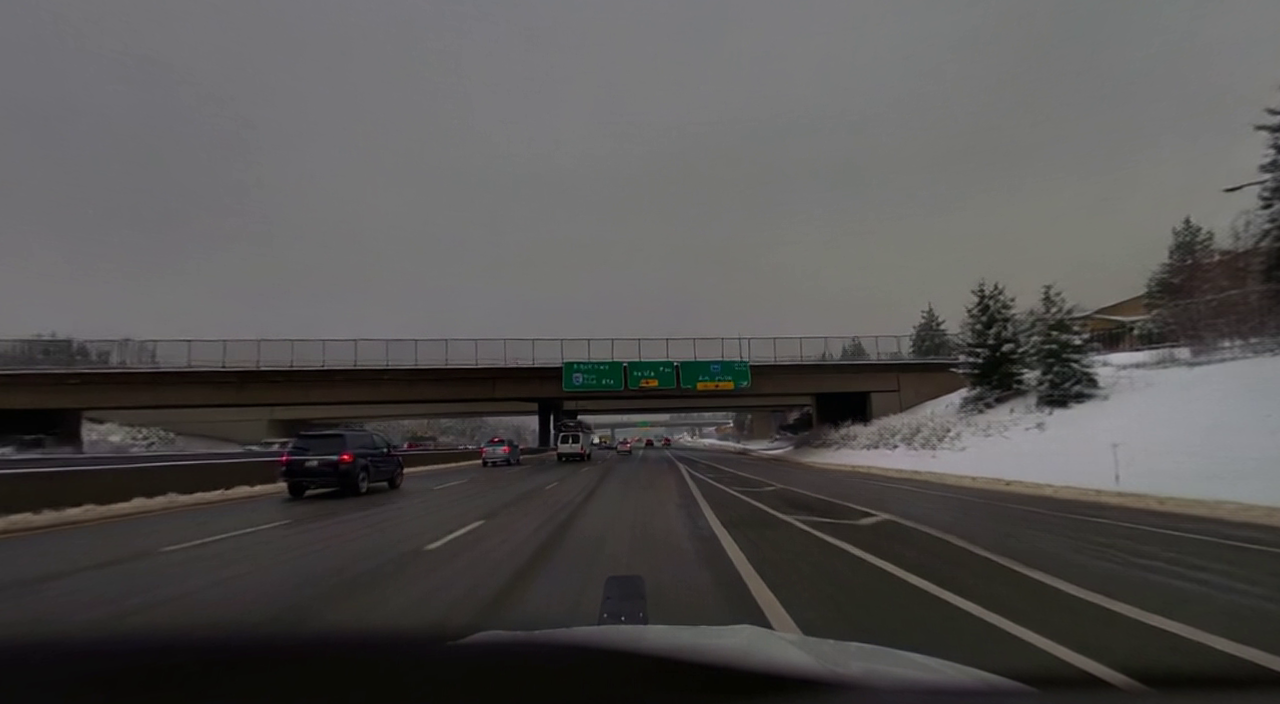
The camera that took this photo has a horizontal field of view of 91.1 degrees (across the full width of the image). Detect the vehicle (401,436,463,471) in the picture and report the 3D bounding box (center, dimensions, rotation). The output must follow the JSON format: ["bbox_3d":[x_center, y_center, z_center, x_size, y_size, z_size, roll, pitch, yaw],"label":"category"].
[{"bbox_3d":[-11.230,5.498,34.207,1.900,1.726,4.236,0,-8,0],"label":"vehicle"}]

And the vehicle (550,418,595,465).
[{"bbox_3d":[-4.391,5.998,41.892,2.301,2.843,6.458,0,-8,-1],"label":"vehicle"}]

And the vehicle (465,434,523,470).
[{"bbox_3d":[-7.940,5.473,34.562,2.109,1.784,4.709,0,-8,-1],"label":"vehicle"}]

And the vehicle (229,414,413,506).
[{"bbox_3d":[-7.682,2.647,15.803,2.179,1.948,4.618,0,-8,0],"label":"vehicle"}]
